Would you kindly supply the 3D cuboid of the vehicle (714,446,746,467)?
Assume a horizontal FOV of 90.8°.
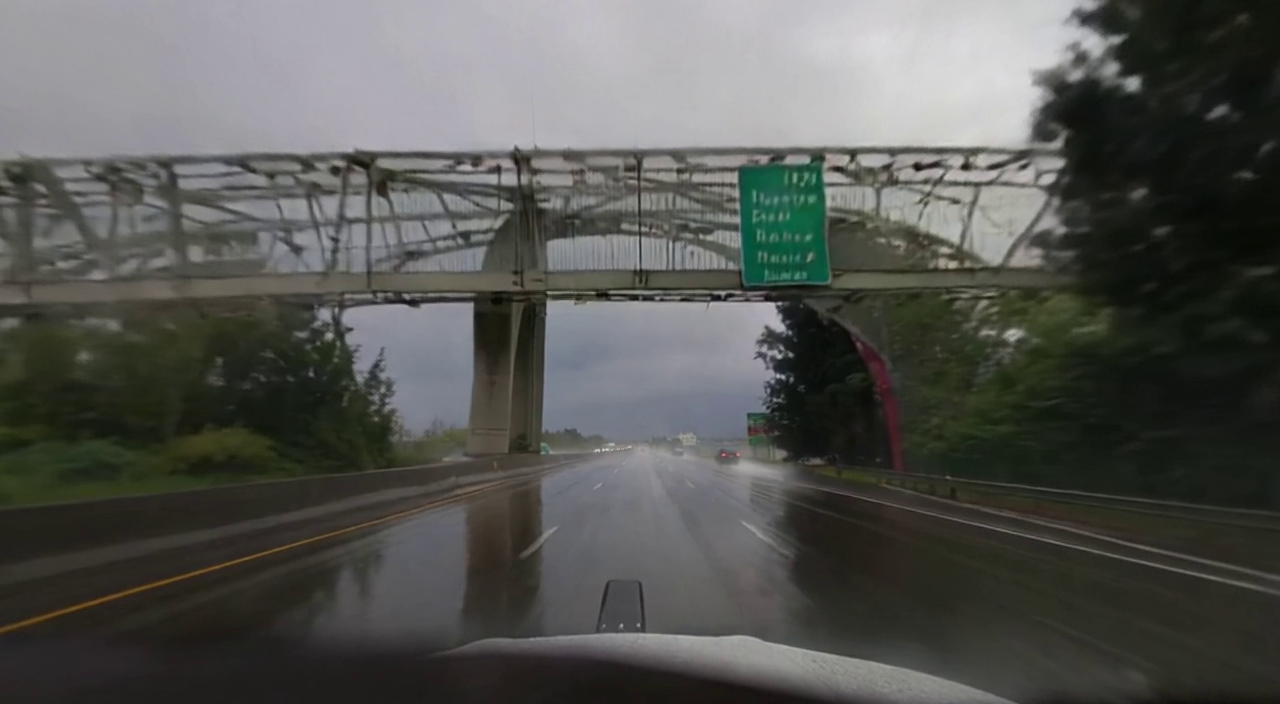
[{"bbox_3d":[6.881,7.986,48.498,1.923,1.516,3.815,0,-9,0],"label":"vehicle"}]
